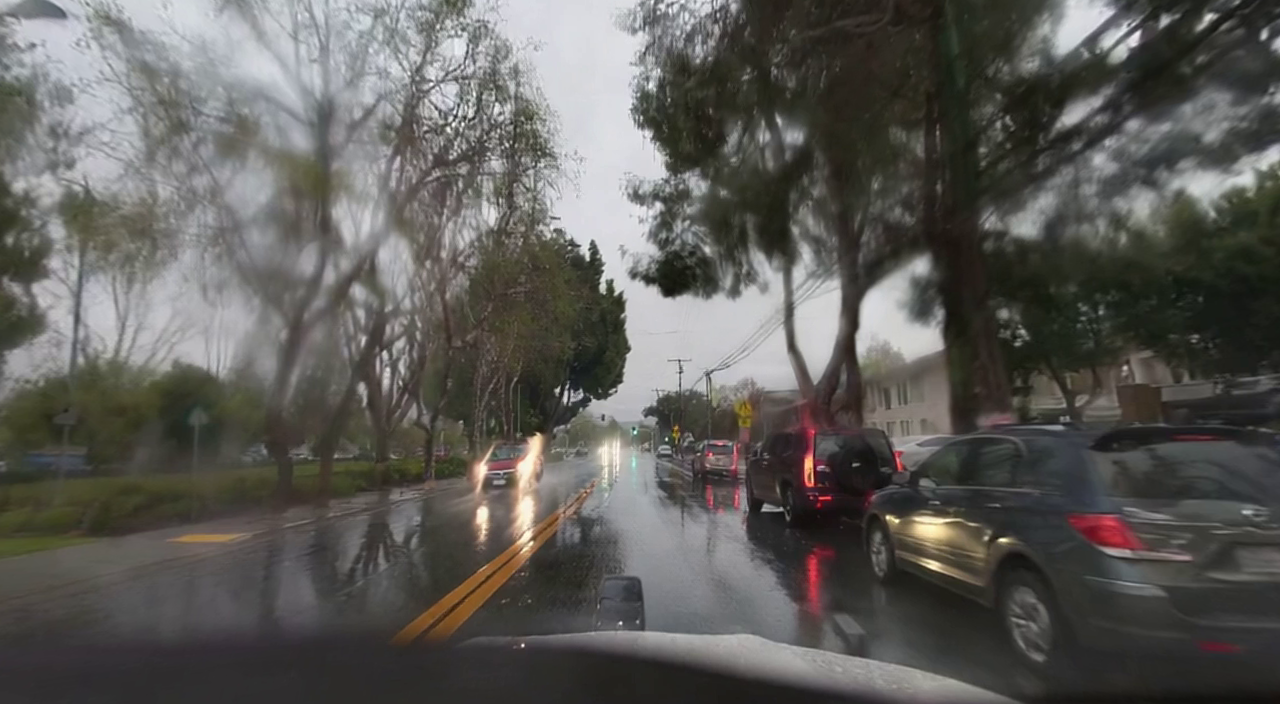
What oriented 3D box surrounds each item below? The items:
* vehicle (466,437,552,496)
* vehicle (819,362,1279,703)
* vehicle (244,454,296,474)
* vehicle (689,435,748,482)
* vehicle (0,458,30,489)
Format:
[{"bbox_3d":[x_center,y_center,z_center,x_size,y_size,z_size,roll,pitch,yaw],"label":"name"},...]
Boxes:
[{"bbox_3d":[-4.493,3.985,22.390,2.074,1.836,4.365,-1,-9,0],"label":"vehicle"},{"bbox_3d":[3.367,1.273,5.427,2.137,1.761,4.697,0,-9,-2],"label":"vehicle"},{"bbox_3d":[-29.184,8.776,49.717,4.558,1.495,1.925,-7,-11,38],"label":"vehicle"},{"bbox_3d":[3.435,4.722,28.195,1.949,1.807,4.224,3,-9,-1],"label":"vehicle"},{"bbox_3d":[-35.787,6.862,35.520,3.883,1.505,1.825,-15,-17,42],"label":"vehicle"}]
